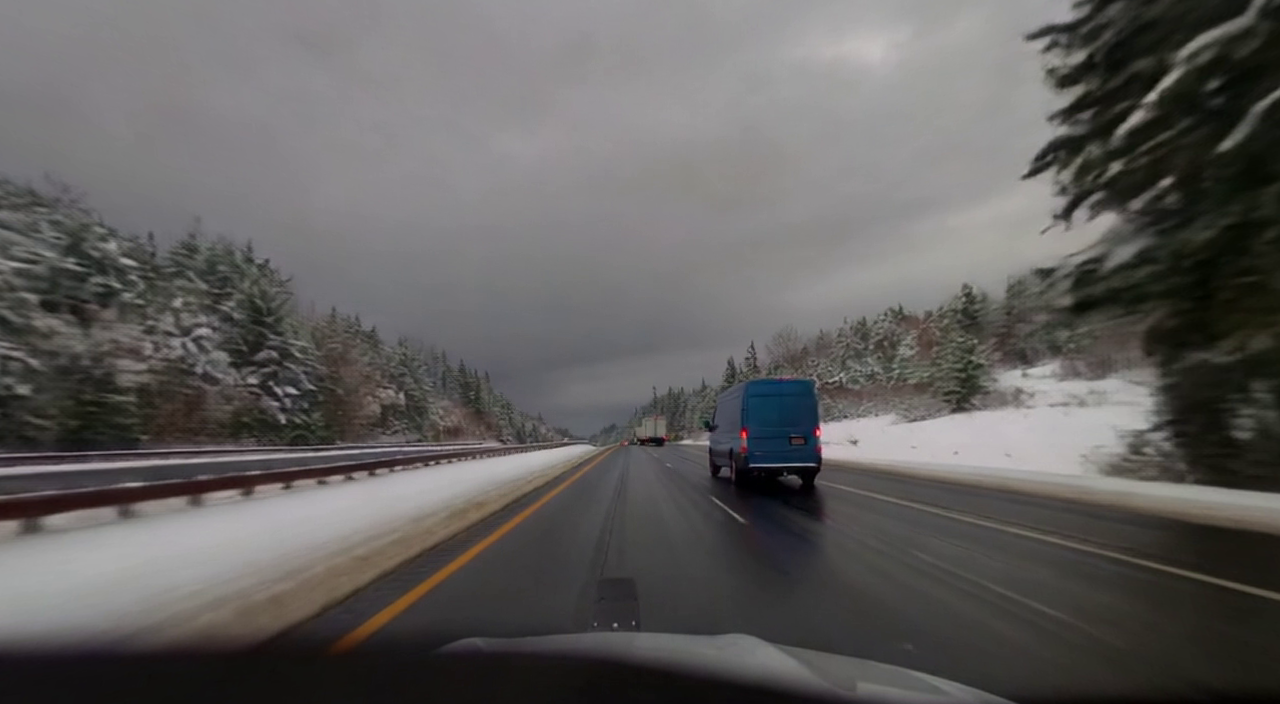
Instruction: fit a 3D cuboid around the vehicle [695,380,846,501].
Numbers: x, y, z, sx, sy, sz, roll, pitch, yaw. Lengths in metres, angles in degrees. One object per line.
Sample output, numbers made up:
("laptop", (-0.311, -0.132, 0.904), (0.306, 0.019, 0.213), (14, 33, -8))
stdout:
("vehicle", (3.078, 2.309, 16.705), (2.570, 2.596, 6.082), (0, -8, -1))
